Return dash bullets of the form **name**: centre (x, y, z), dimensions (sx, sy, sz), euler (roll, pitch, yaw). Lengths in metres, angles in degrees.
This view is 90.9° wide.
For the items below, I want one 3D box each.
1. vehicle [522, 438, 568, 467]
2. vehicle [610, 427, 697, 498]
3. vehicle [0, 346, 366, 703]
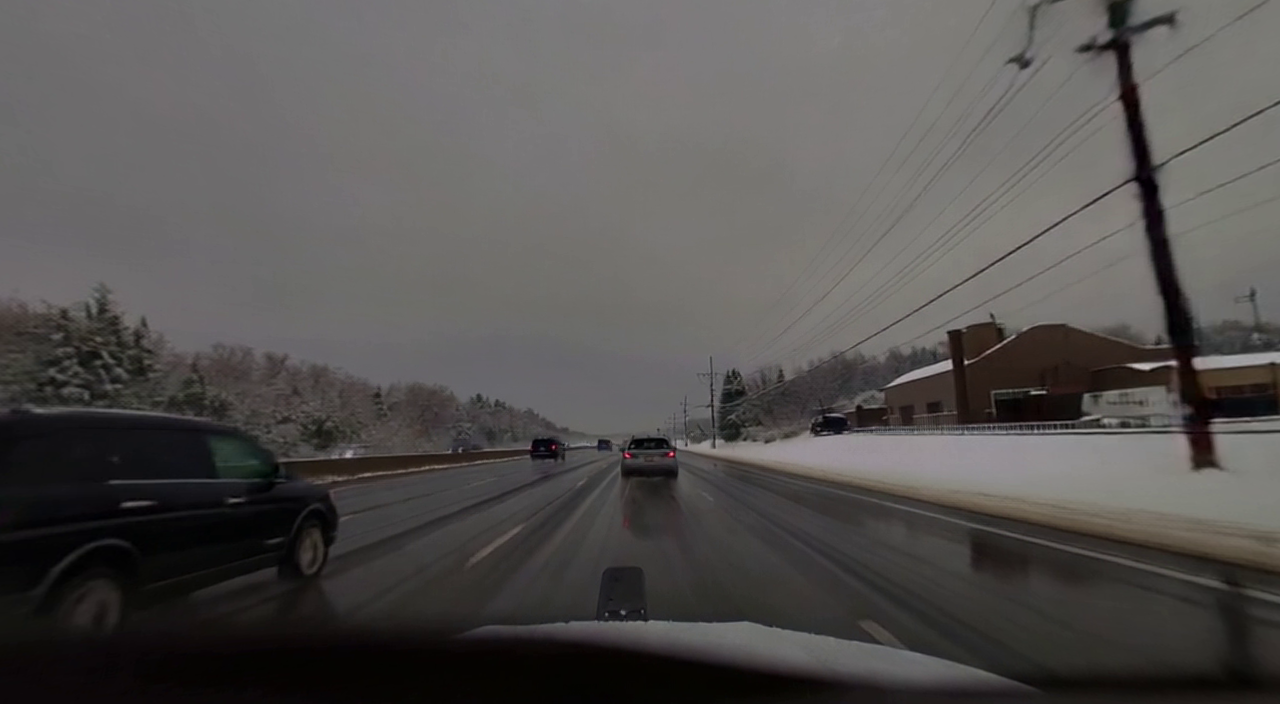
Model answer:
- **vehicle**: centre (-6.230, 6.658, 41.894), dimensions (2.220, 1.841, 4.516), euler (0, -9, 2)
- **vehicle**: centre (0.326, 3.029, 17.630), dimensions (2.134, 1.733, 4.049), euler (0, -9, 0)
- **vehicle**: centre (-3.965, 1.094, 4.376), dimensions (2.125, 1.764, 4.393), euler (0, -9, 0)
